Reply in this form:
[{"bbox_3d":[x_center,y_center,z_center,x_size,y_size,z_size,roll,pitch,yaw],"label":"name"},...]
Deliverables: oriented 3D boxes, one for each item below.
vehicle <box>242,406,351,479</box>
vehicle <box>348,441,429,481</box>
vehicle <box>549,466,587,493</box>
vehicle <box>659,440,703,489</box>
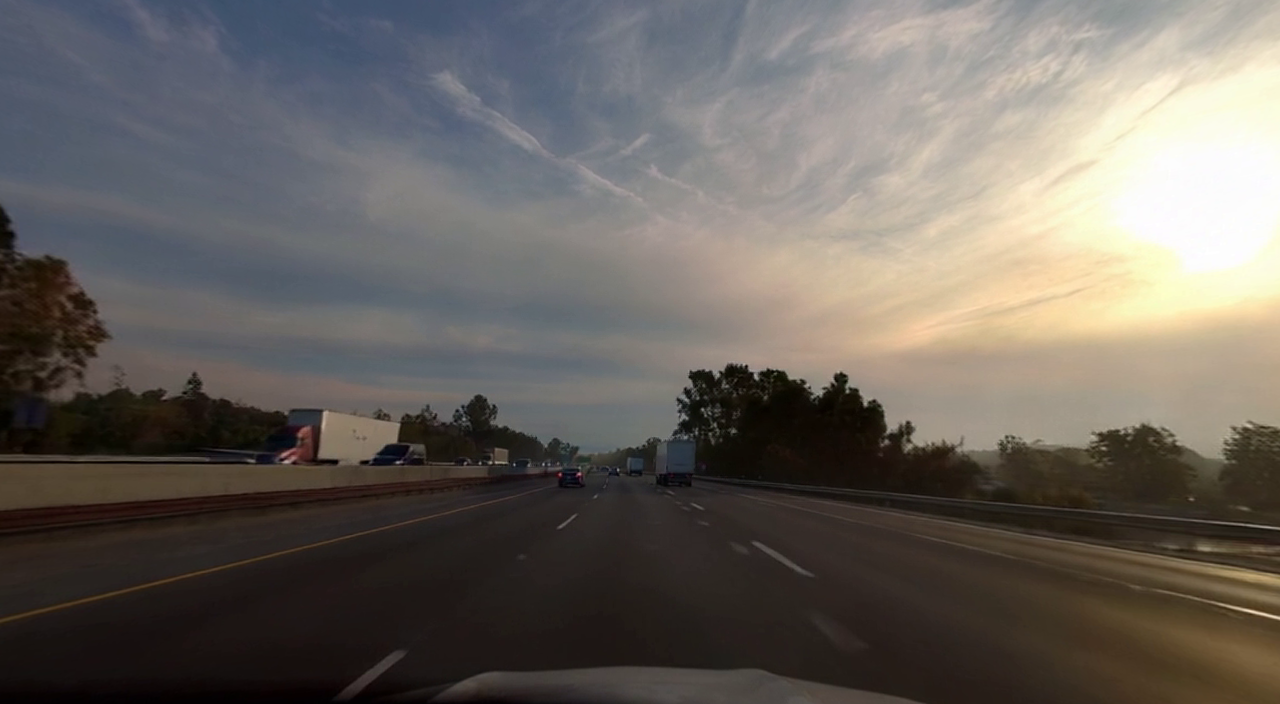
[{"bbox_3d":[-19.966,5.426,37.081,2.956,3.885,5.850,1,-11,-1],"label":"vehicle"},{"bbox_3d":[-12.345,5.433,31.324,2.058,1.786,4.890,1,-11,-1],"label":"vehicle"},{"bbox_3d":[-4.209,7.510,37.244,1.868,1.485,3.770,1,-11,-1],"label":"vehicle"},{"bbox_3d":[3.069,8.839,49.488,2.738,3.456,7.520,1,-11,-2],"label":"vehicle"}]
